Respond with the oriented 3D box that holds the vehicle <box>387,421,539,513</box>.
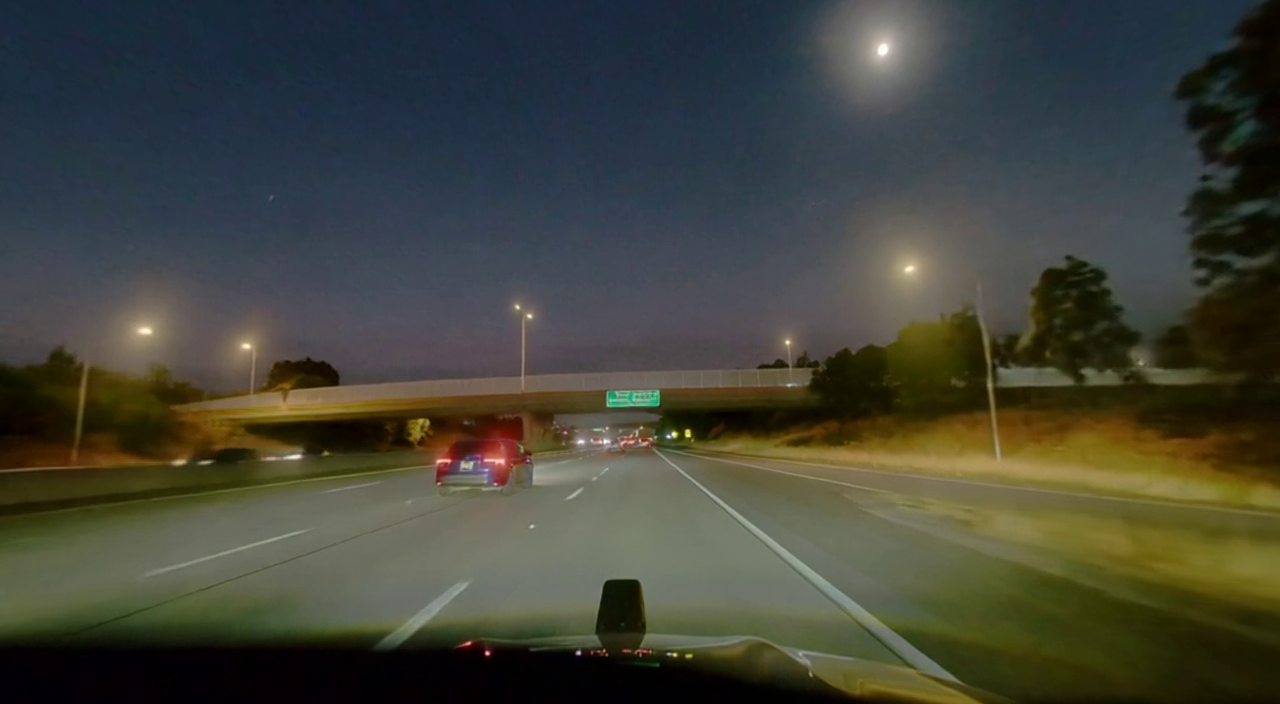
[{"bbox_3d":[-3.694,2.492,14.083,2.048,1.705,4.384,0,-8,1],"label":"vehicle"}]
